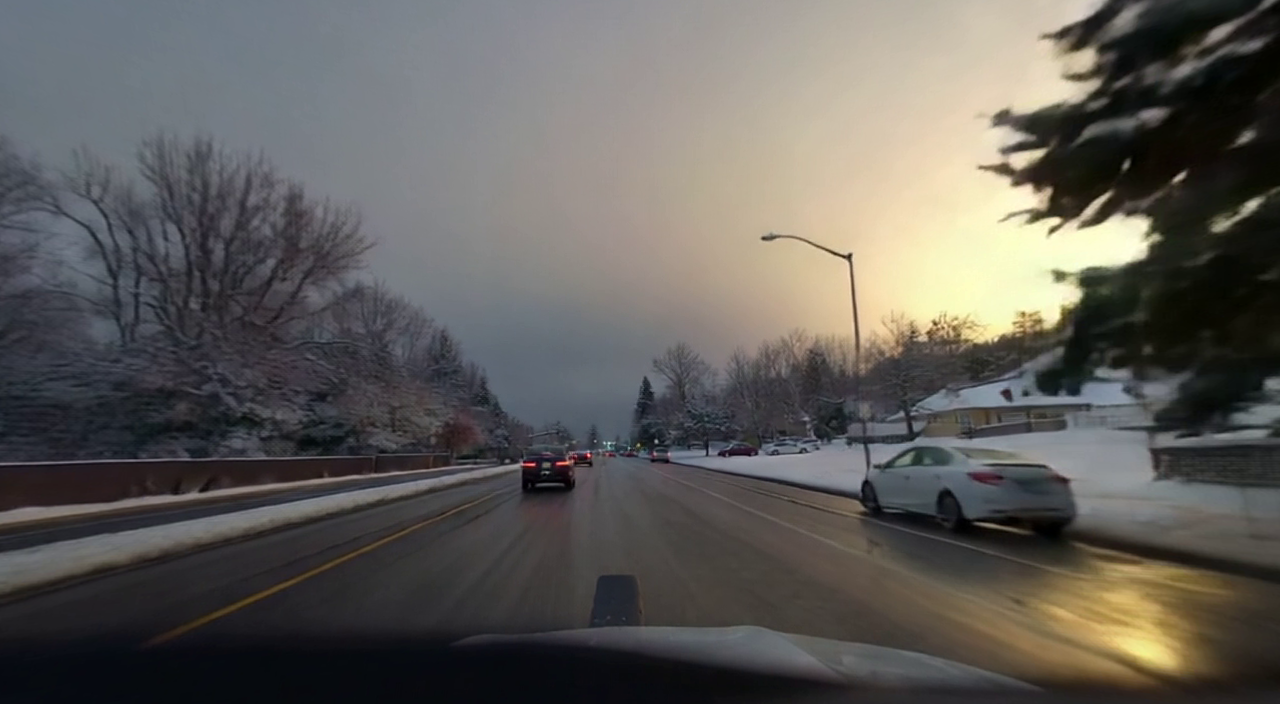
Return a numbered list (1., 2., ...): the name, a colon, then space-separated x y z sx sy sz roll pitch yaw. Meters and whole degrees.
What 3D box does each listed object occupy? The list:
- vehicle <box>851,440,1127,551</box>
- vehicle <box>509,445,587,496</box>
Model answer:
1. vehicle: 5.688 2.353 11.183 2.164 1.511 4.571 0 -8 -2
2. vehicle: -2.879 3.799 20.696 2.099 1.470 4.302 0 -8 -3
